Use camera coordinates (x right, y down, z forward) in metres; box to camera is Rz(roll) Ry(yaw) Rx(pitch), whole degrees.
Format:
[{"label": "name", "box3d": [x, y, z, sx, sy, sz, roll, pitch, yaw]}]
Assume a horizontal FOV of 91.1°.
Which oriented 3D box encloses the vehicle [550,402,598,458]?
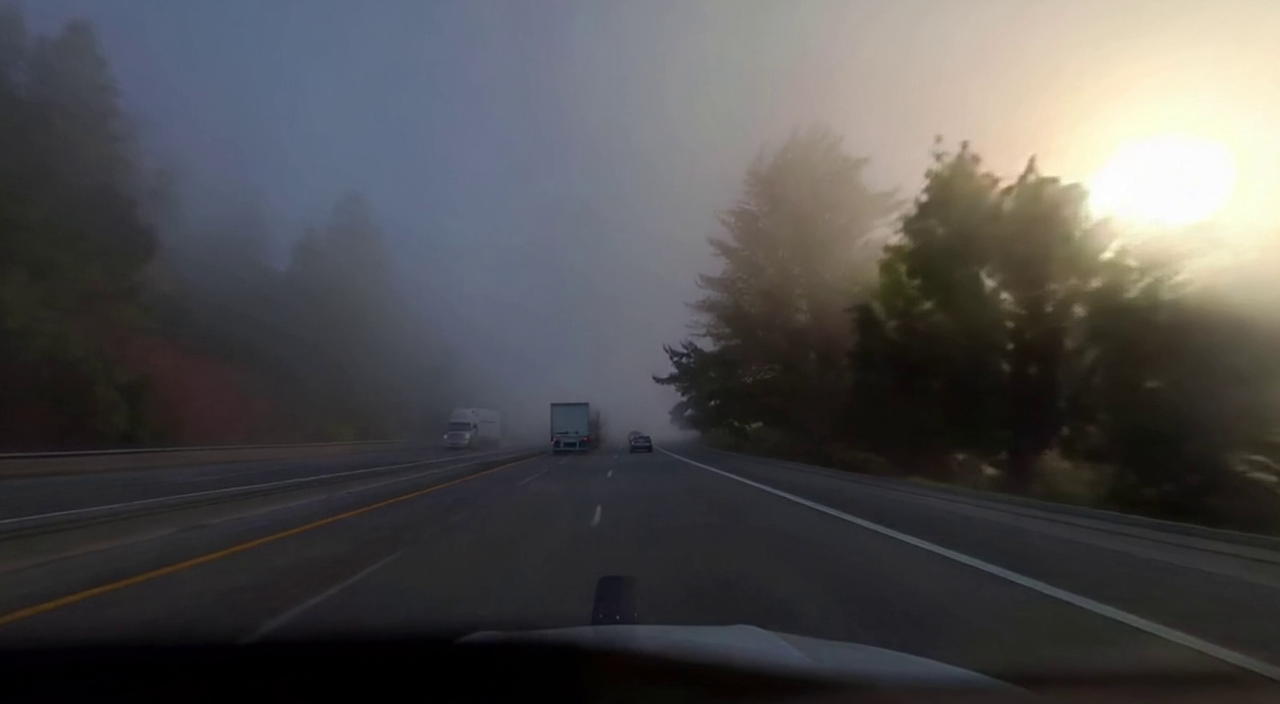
[{"label": "vehicle", "box3d": [-3.904, 4.839, 38.663, 2.450, 3.098, 6.965, 0, -8, -2]}]
